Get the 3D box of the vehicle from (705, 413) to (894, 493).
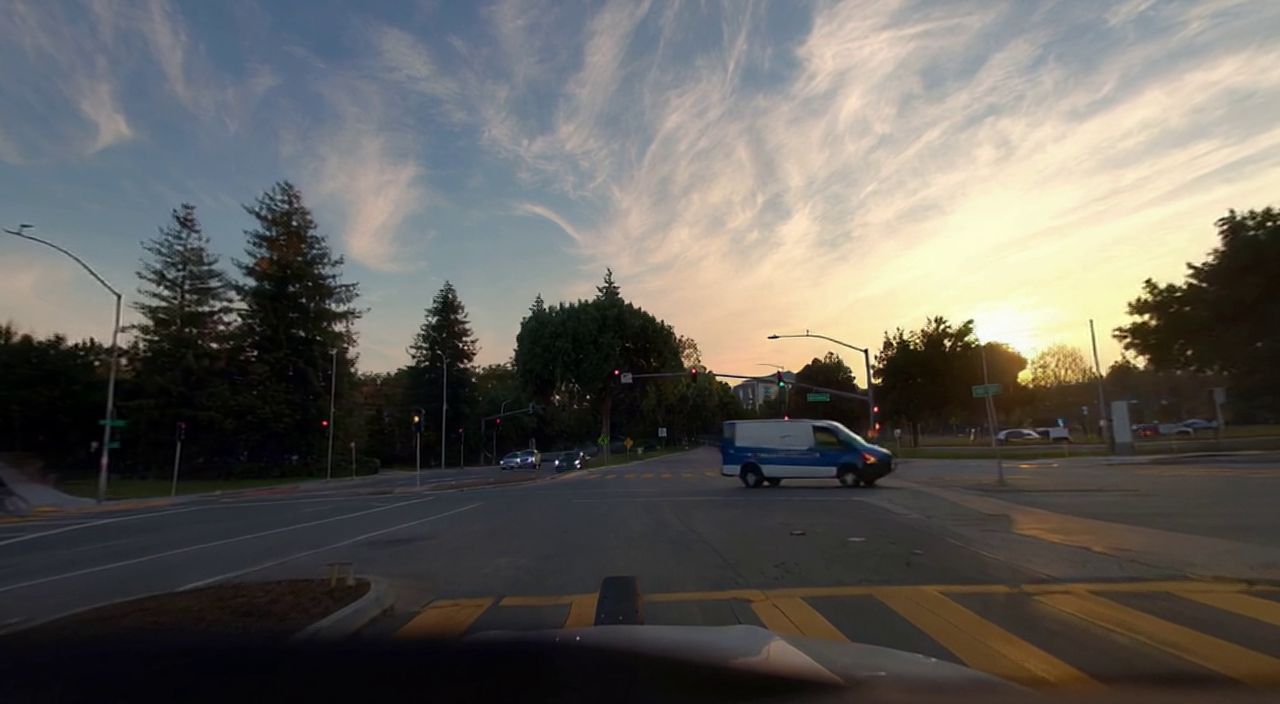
[{"bbox_3d":[5.416,3.463,21.947,5.791,2.404,2.465,-6,-10,34],"label":"vehicle"}]
